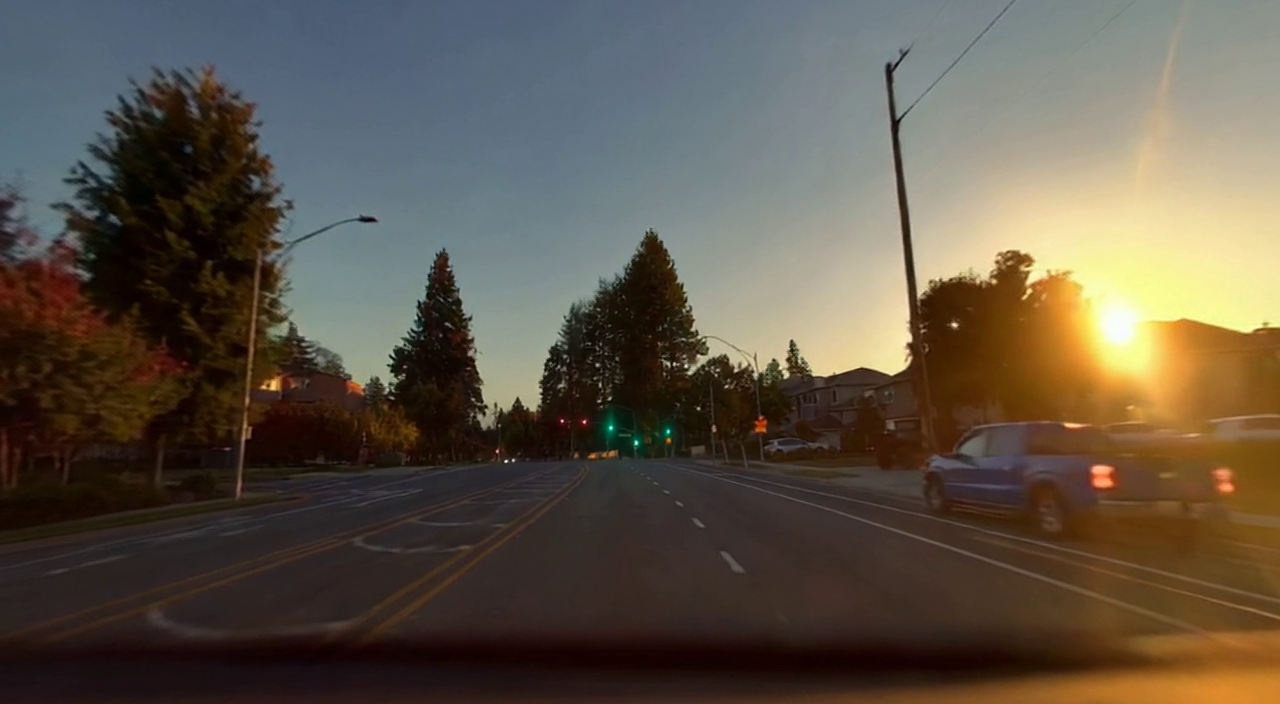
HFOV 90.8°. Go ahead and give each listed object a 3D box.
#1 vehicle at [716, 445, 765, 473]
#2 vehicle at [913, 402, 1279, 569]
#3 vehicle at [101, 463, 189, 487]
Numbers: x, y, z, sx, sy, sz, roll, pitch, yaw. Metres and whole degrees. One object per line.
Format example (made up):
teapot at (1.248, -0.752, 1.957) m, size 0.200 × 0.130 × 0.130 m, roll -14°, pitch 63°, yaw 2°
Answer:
vehicle at (5.701, 6.133, 36.382) m, size 1.969 × 1.495 × 4.328 m, roll 0°, pitch -9°, yaw -2°
vehicle at (6.739, 1.928, 10.003) m, size 2.285 × 1.868 × 5.575 m, roll 0°, pitch -9°, yaw -1°
vehicle at (-32.901, 8.184, 42.061) m, size 4.242 × 1.473 × 1.820 m, roll 0°, pitch -9°, yaw -3°
